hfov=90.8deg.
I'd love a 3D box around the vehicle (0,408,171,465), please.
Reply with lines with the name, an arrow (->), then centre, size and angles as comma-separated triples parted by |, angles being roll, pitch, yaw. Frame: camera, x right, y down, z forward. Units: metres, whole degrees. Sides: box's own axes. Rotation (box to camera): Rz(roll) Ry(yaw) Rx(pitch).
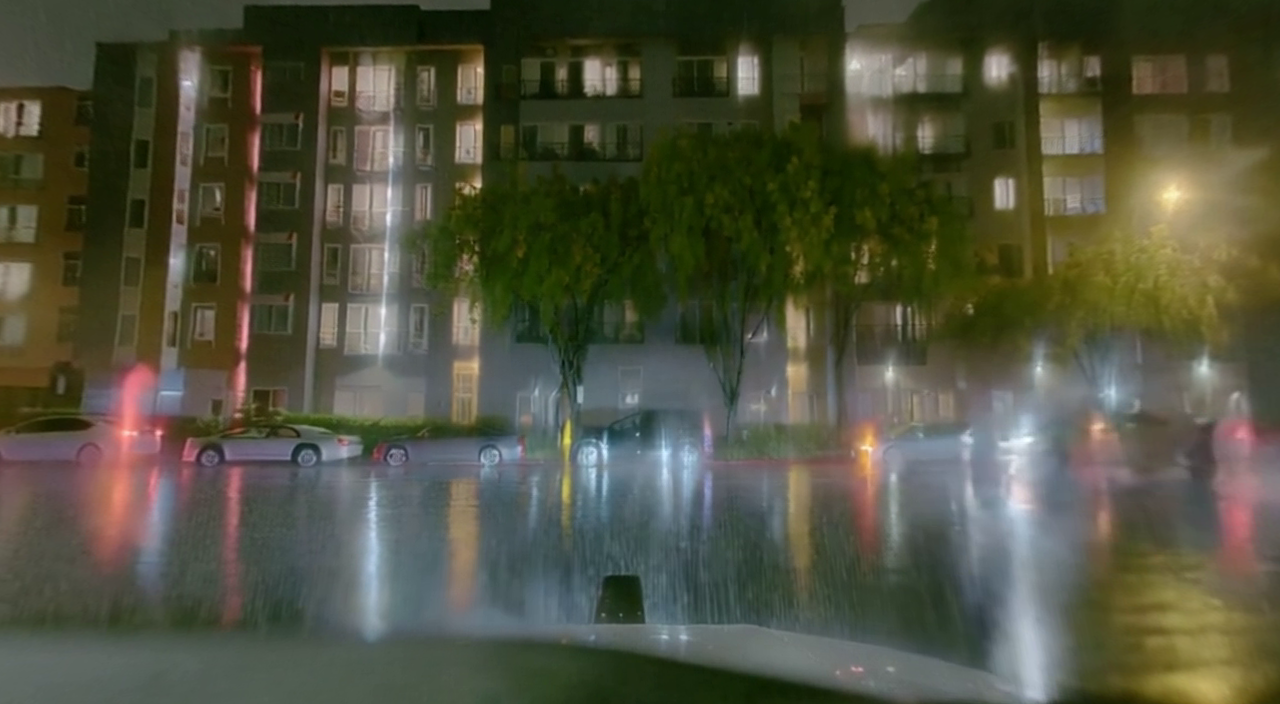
vehicle -> -17.530, 2.612, 19.488 | 4.426, 1.641, 1.889 | 1, -9, -5

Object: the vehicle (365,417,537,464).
vehicle -> -5.829, 2.833, 19.941 | 4.851, 1.339, 1.785 | 1, -10, -2

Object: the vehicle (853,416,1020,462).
vehicle -> 9.407, 2.784, 20.287 | 4.521, 1.411, 1.726 | 1, -7, -4

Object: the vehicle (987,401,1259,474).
vehicle -> 10.563, 1.919, 14.119 | 4.396, 1.501, 1.955 | 0, -9, 1

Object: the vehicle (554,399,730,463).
vehicle -> 0.001, 2.570, 20.127 | 5.299, 1.860, 2.098 | 1, -10, -5

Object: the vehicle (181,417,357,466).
vehicle -> -11.456, 2.809, 19.756 | 4.336, 1.438, 1.776 | 1, -8, -3
